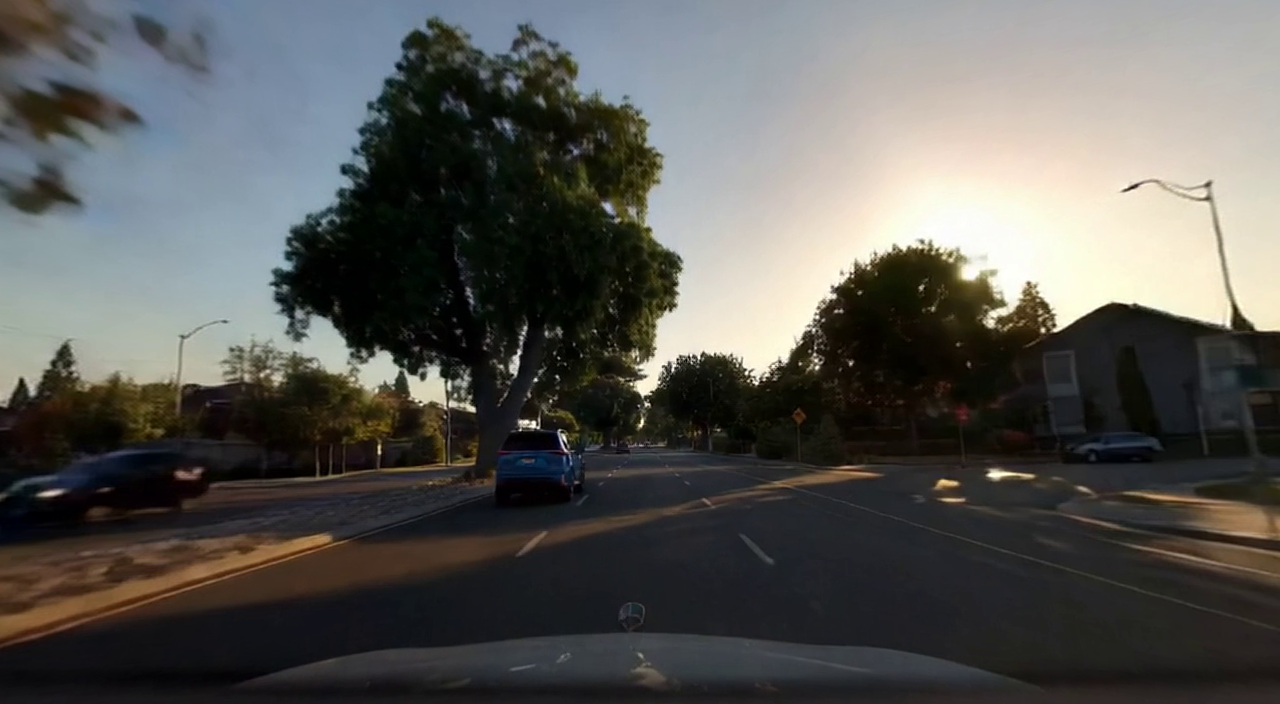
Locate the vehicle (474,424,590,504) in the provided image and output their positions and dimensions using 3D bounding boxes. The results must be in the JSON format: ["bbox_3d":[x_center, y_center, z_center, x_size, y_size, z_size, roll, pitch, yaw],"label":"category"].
[{"bbox_3d":[-2.716,2.963,17.160,2.179,1.851,4.756,0,-8,2],"label":"vehicle"}]

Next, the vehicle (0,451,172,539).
[{"bbox_3d":[-12.239,2.834,13.035,1.837,1.504,4.204,0,-8,1],"label":"vehicle"}]

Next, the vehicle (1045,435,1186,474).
[{"bbox_3d":[22.720,4.923,30.290,4.802,1.760,2.374,0,-8,1],"label":"vehicle"}]
